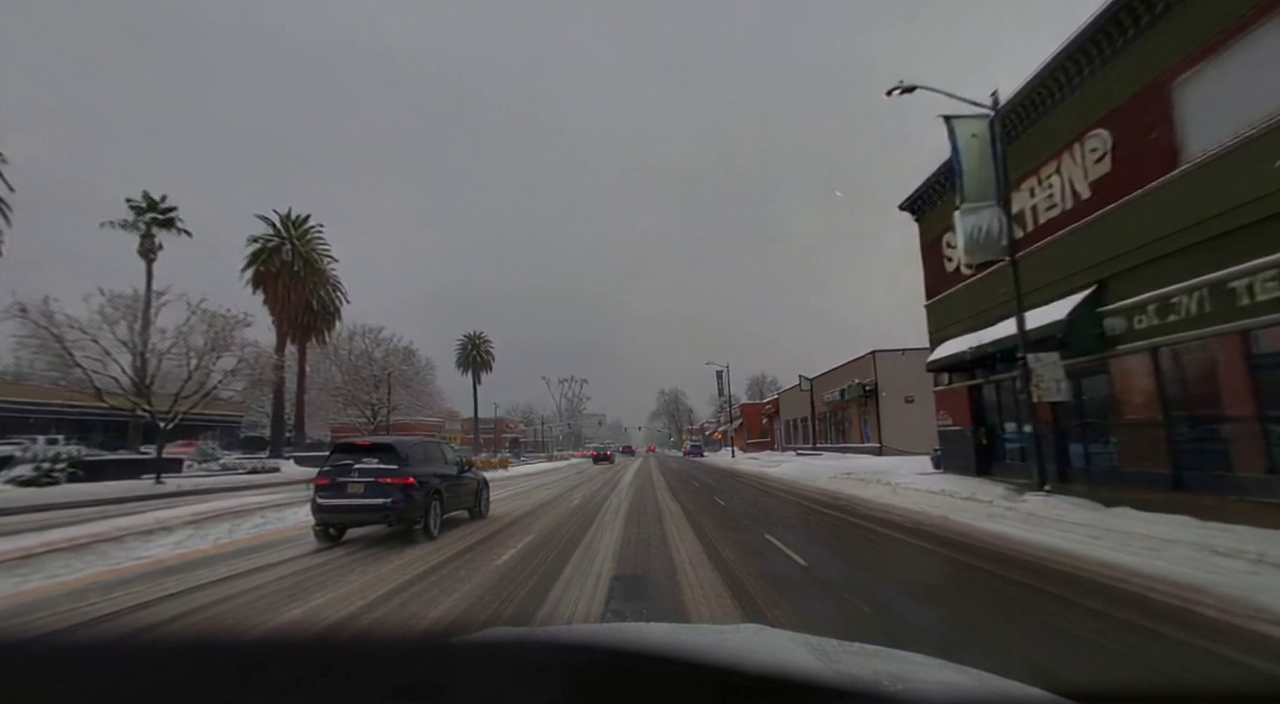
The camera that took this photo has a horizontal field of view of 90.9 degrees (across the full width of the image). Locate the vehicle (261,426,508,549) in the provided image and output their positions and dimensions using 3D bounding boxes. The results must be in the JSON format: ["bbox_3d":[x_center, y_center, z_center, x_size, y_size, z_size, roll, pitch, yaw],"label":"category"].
[{"bbox_3d":[-3.655,2.021,10.110,2.032,1.511,4.424,0,-8,1],"label":"vehicle"}]
